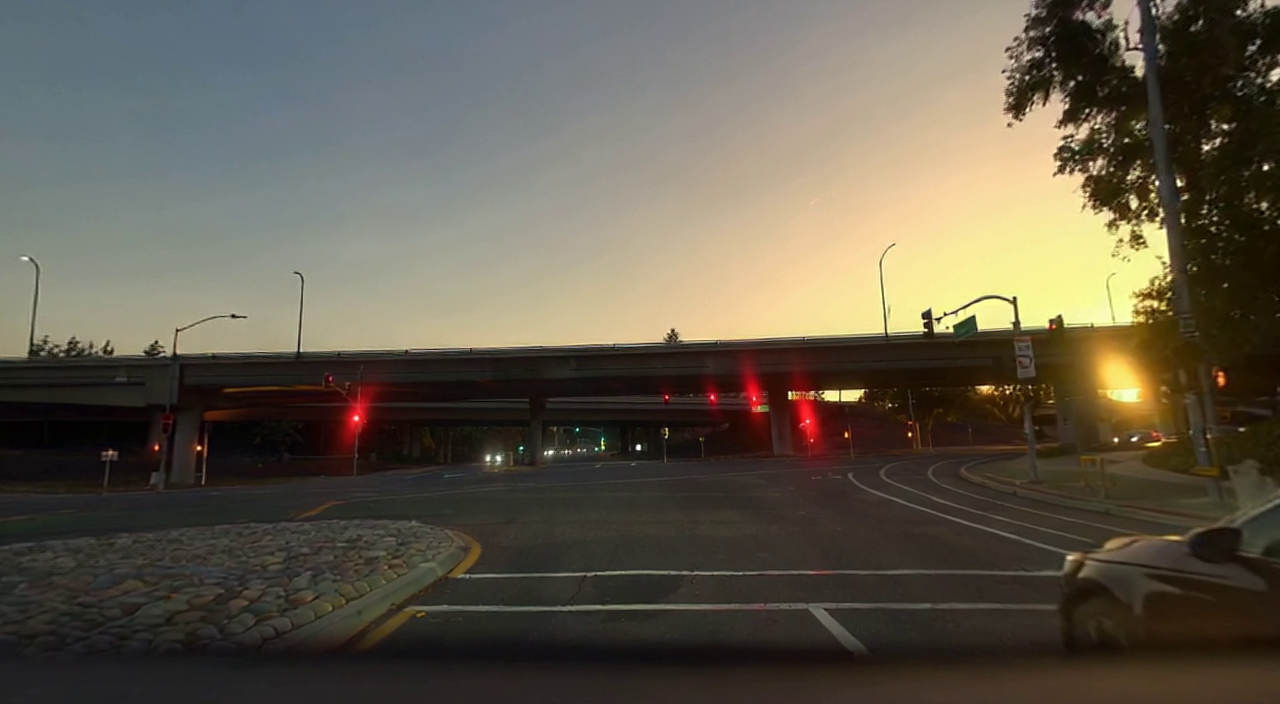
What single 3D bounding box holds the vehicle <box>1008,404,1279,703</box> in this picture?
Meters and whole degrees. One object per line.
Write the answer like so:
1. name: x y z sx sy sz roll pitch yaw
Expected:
1. vehicle: 2.802 0.715 0.804 1.909 1.425 4.521 0 -9 0
